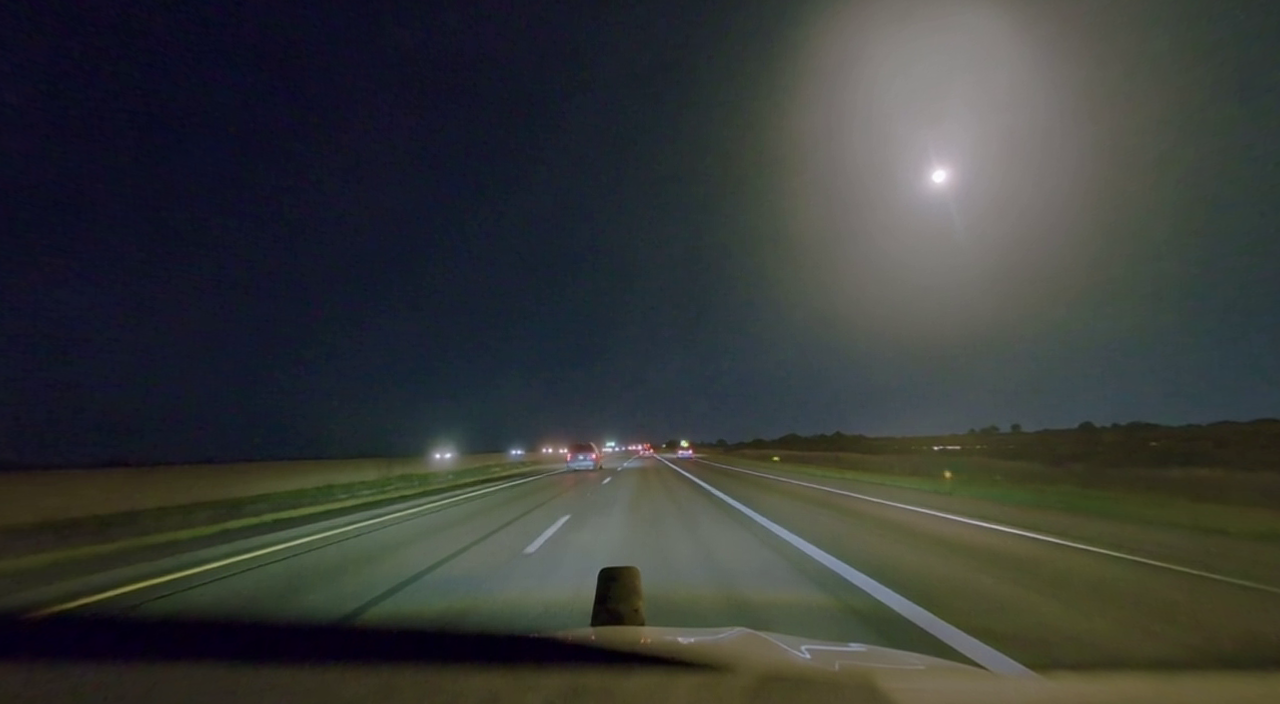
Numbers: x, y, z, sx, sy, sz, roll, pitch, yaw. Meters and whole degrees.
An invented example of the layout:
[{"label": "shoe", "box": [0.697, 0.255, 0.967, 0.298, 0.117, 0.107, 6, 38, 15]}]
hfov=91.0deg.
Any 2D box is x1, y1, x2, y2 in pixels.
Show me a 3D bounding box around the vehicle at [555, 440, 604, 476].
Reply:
[{"label": "vehicle", "box": [-3.066, 5.499, 32.818, 2.070, 1.707, 4.309, 0, -9, 1]}]
